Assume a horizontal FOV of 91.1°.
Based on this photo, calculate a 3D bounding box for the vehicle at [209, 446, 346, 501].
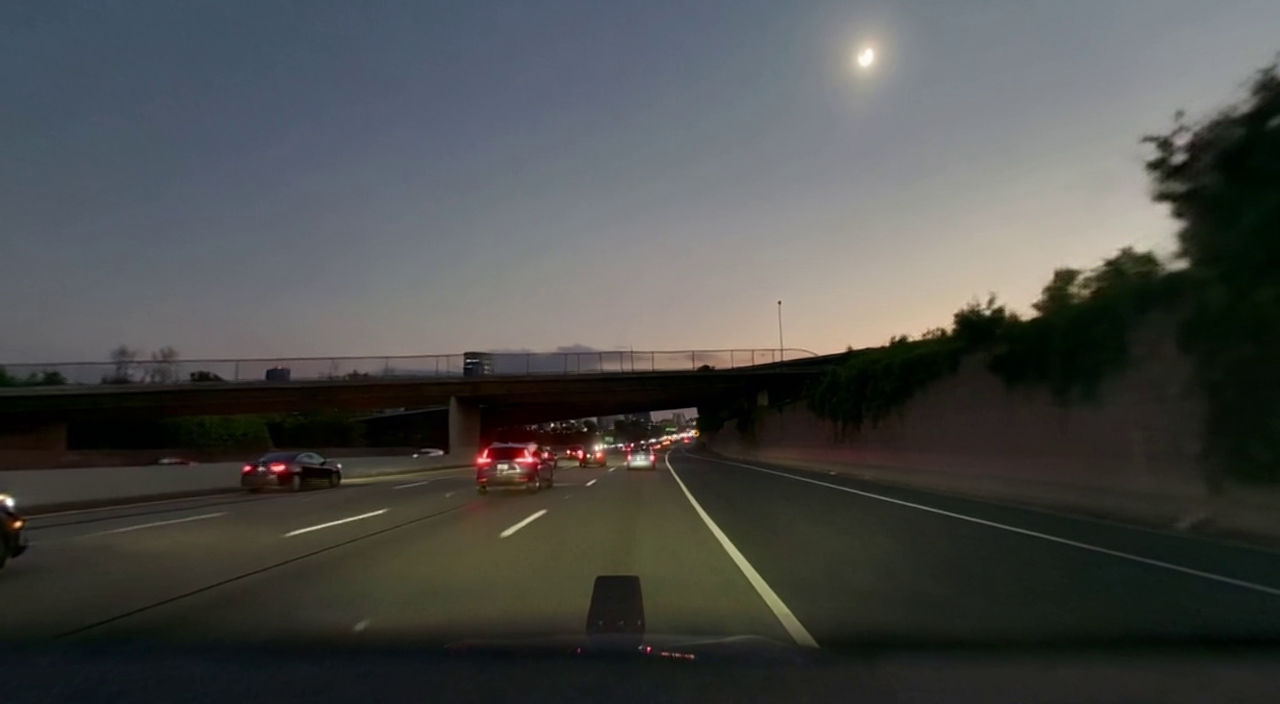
[{"bbox_3d":[-11.977,3.998,21.171,1.954,1.640,4.339,0,-8,1],"label":"vehicle"}]

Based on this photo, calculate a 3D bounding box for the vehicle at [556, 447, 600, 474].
[{"bbox_3d":[-3.589,6.377,37.253,1.997,1.490,4.471,0,-8,2],"label":"vehicle"}]

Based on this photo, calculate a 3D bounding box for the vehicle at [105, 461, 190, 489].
[{"bbox_3d":[-31.703,7.924,40.574,1.944,1.567,4.239,0,-8,1],"label":"vehicle"}]

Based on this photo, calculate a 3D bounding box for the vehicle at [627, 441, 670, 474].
[{"bbox_3d":[0.471,5.679,34.149,2.160,1.678,4.178,0,-8,1],"label":"vehicle"}]

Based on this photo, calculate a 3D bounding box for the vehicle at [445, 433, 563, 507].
[{"bbox_3d":[-3.545,3.161,17.337,2.161,1.759,4.482,0,-8,1],"label":"vehicle"}]
